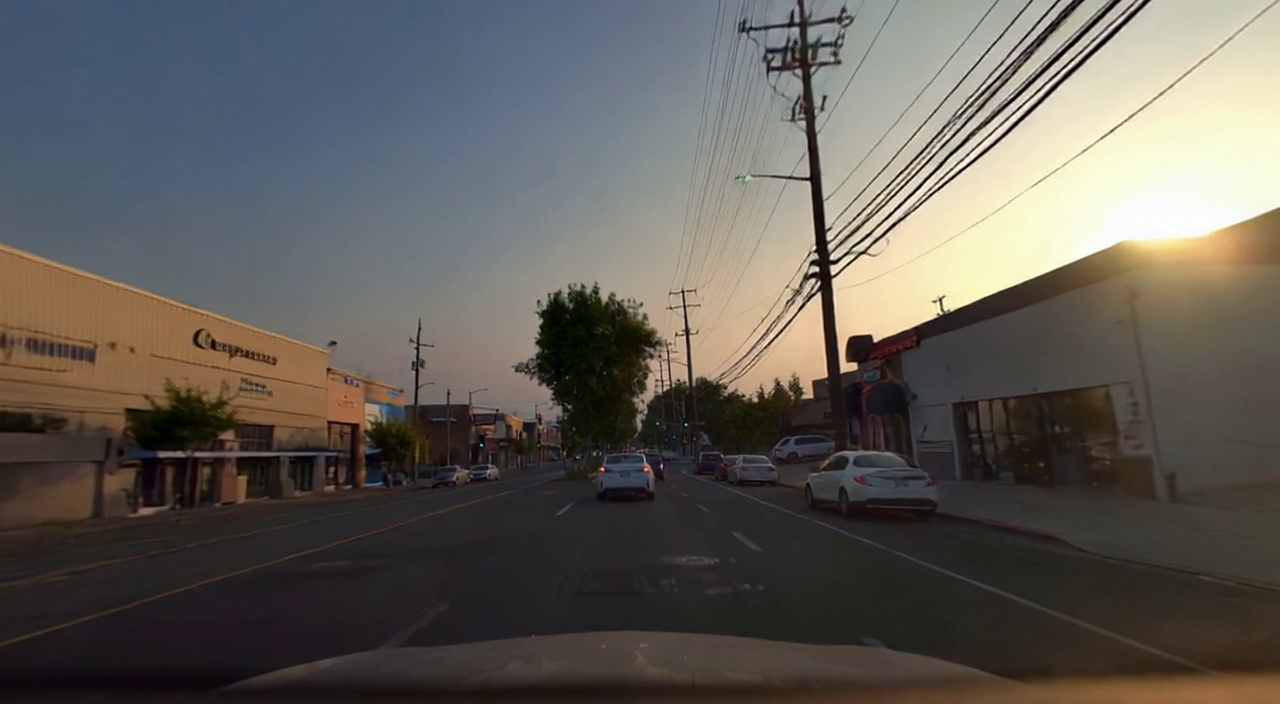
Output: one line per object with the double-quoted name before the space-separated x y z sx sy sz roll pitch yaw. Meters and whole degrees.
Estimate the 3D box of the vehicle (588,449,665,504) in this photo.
"vehicle" -0.357 3.752 19.473 2.116 1.479 3.980 0 -9 0

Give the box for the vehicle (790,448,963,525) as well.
"vehicle" 5.217 3.009 14.853 2.108 1.471 4.948 0 -9 -1

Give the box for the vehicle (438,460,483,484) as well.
"vehicle" -11.773 7.890 41.738 1.828 1.457 4.371 0 -9 -2

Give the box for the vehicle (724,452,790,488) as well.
"vehicle" 5.134 5.218 28.333 1.987 1.459 4.677 0 -9 -1

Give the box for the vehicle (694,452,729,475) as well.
"vehicle" 5.214 8.203 46.683 1.937 1.523 4.541 0 -9 -1

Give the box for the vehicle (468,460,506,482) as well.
"vehicle" -11.550 9.003 47.835 1.817 1.480 4.282 0 -9 0
